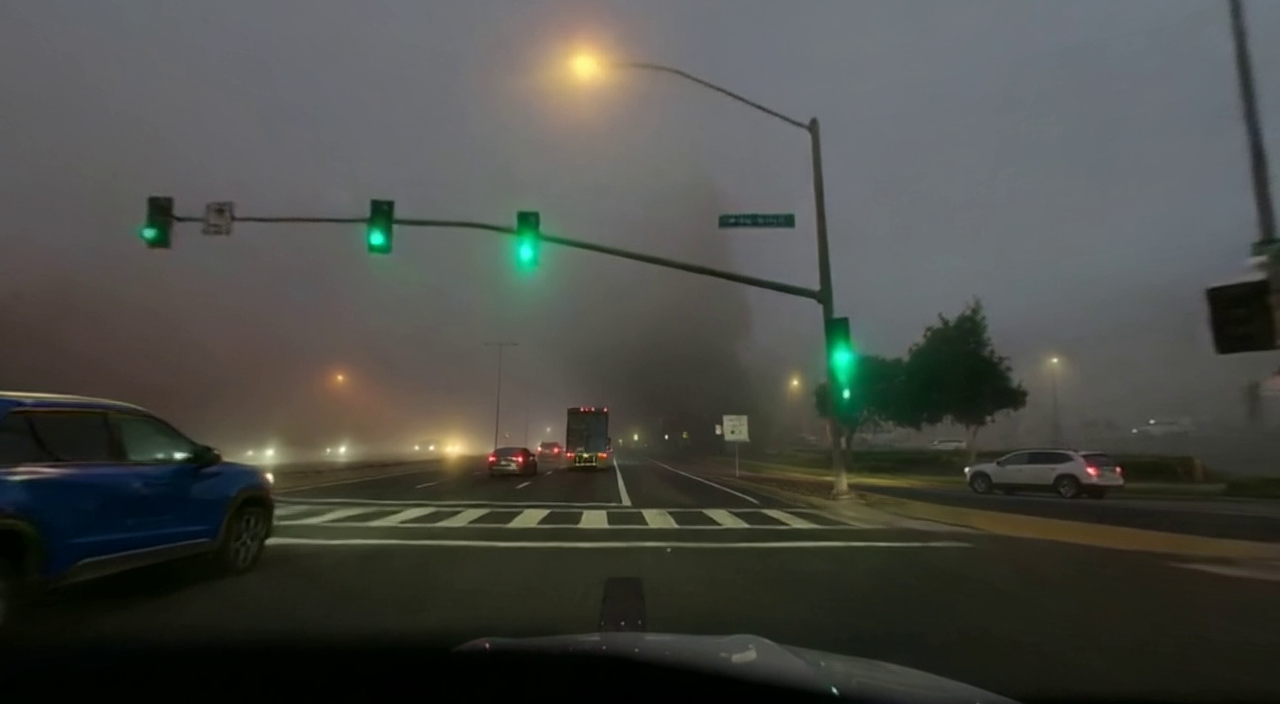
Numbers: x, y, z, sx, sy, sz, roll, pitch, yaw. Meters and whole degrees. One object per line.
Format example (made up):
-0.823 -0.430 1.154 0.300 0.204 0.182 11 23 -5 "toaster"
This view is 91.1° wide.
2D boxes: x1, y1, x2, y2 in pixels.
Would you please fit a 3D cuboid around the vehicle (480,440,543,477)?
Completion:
-5.571 4.694 27.819 2.023 1.483 4.143 0 -9 -2 "vehicle"

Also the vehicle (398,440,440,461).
-16.972 7.572 48.399 2.026 1.523 4.584 1 -9 -6 "vehicle"

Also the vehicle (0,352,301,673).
-4.798 1.040 4.409 2.178 1.826 4.933 0 -9 -2 "vehicle"

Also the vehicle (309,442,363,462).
-22.800 7.523 47.333 1.898 1.480 4.567 0 -9 -2 "vehicle"

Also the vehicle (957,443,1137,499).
13.833 3.992 21.543 4.720 1.685 2.140 -8 -12 43 "vehicle"

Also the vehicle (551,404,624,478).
-2.288 4.202 29.575 2.993 3.051 6.692 0 -9 -1 "vehicle"
